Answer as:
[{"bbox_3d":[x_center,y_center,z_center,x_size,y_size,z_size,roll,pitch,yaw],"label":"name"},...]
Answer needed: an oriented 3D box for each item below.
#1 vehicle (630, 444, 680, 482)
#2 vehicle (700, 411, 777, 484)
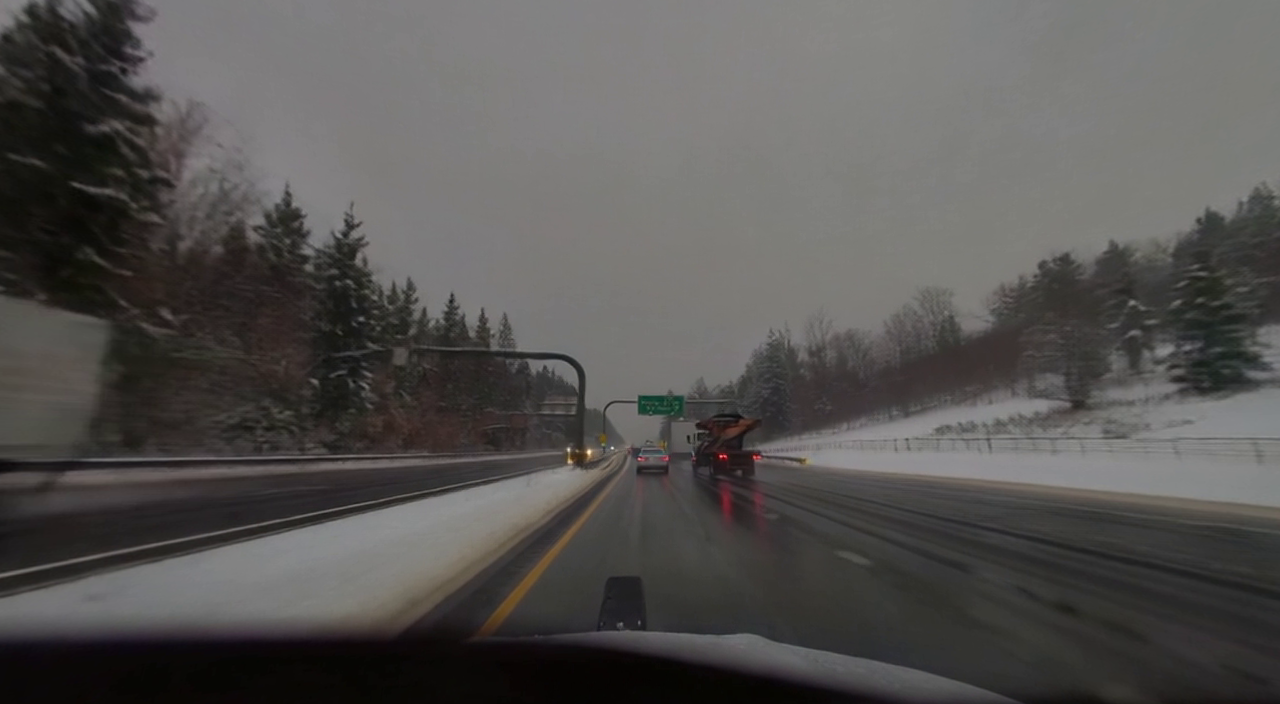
[{"bbox_3d":[0.602,4.885,28.017,2.069,1.523,4.012,0,-9,-1],"label":"vehicle"},{"bbox_3d":[4.835,4.889,32.460,2.600,3.282,7.635,0,-9,-1],"label":"vehicle"}]
